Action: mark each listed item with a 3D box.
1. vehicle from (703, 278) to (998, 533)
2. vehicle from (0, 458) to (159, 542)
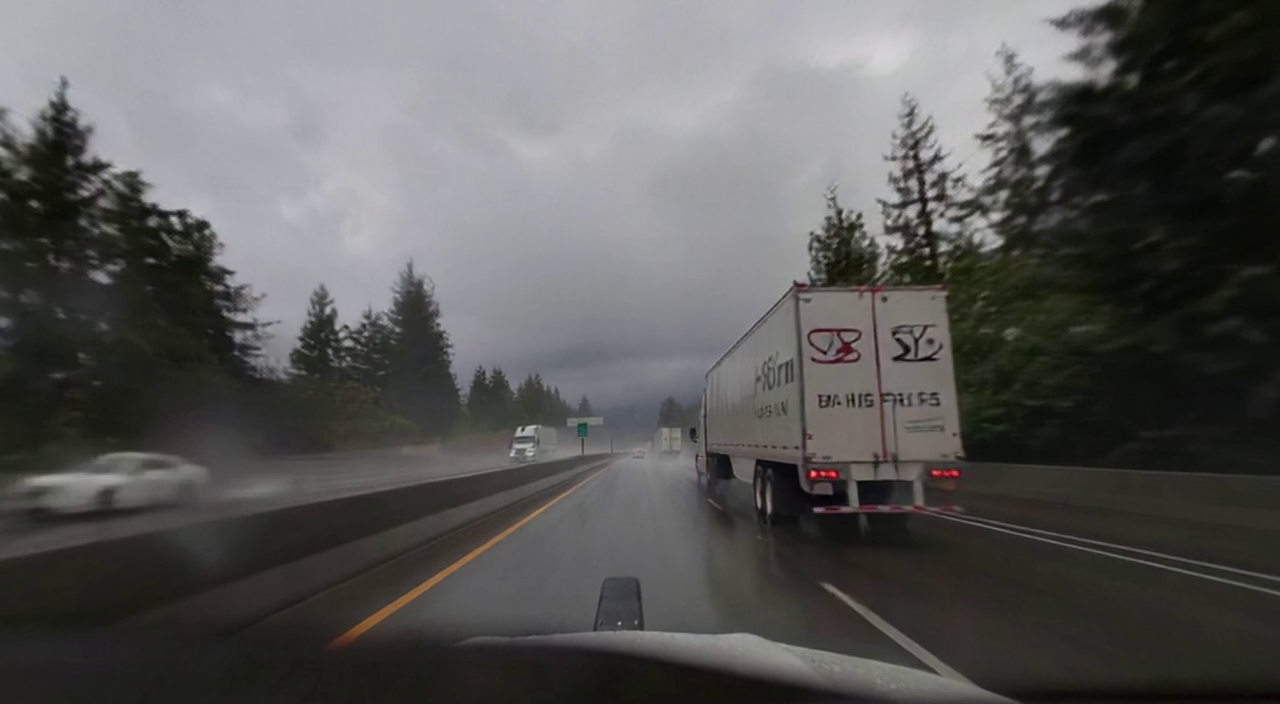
[{"bbox_3d":[3.990,1.890,16.998,2.926,4.060,14.068,0,-9,-1],"label":"vehicle"},{"bbox_3d":[-12.571,2.972,13.056,1.831,1.460,4.183,0,-9,-1],"label":"vehicle"}]
